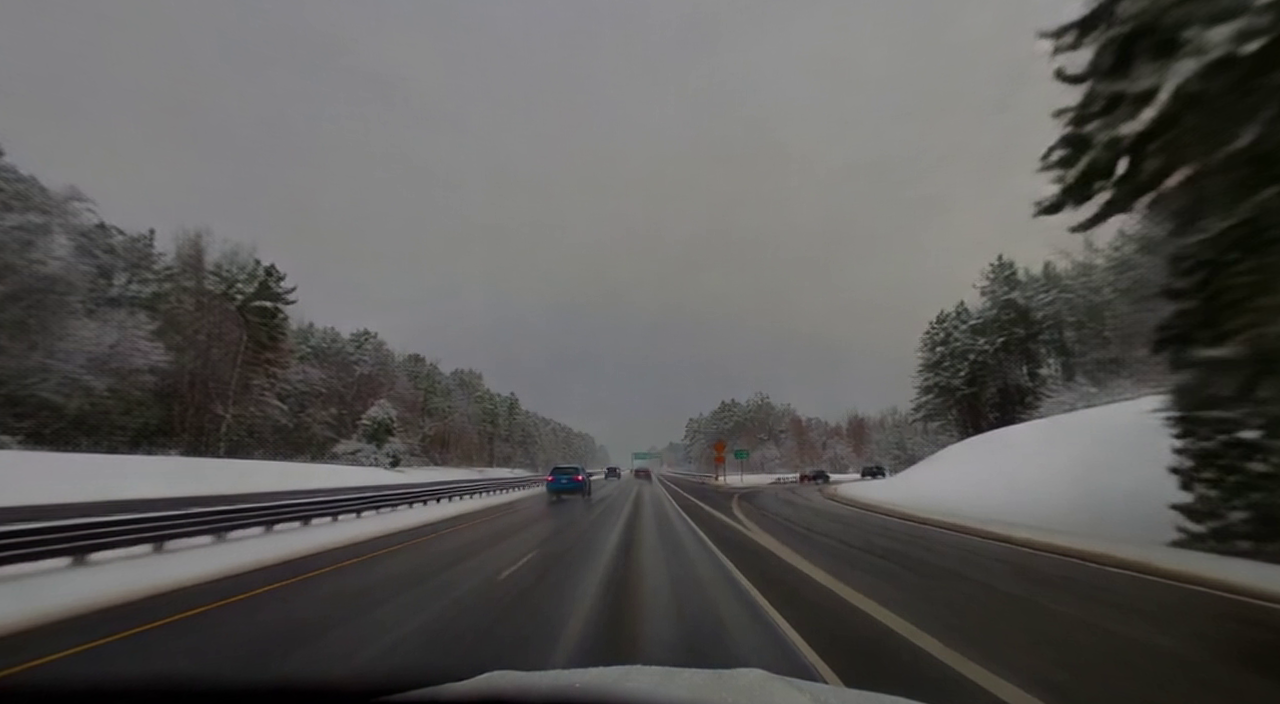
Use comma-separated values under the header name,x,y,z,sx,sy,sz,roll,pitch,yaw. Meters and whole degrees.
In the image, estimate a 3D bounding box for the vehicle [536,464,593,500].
name,x,y,z,sx,sy,sz,roll,pitch,yaw
vehicle,-3.442,6.076,29.557,2.047,1.523,4.279,1,-11,1

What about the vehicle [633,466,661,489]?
name,x,y,z,sx,sy,sz,roll,pitch,yaw
vehicle,0.524,9.552,47.953,2.065,1.596,3.869,1,-11,0
